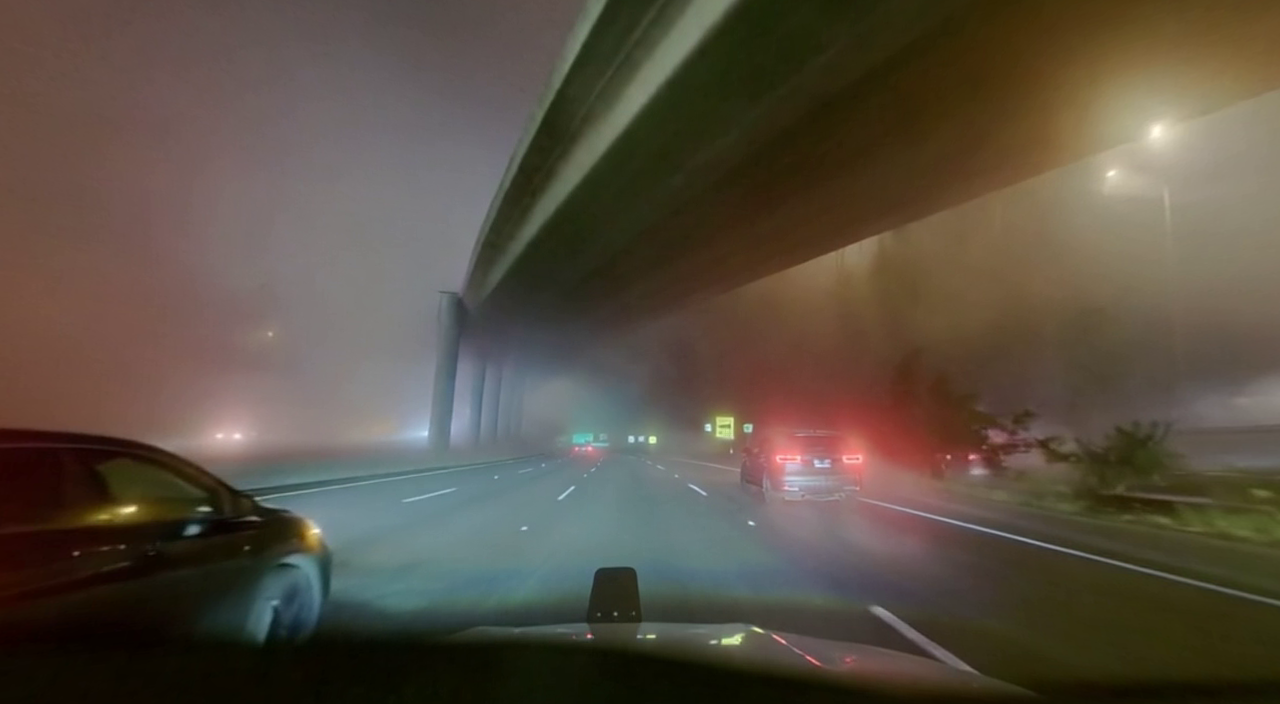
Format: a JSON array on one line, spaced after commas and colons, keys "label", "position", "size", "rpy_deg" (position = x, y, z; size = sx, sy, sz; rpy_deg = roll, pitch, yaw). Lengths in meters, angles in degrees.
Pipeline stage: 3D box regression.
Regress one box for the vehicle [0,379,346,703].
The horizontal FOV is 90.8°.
[{"label": "vehicle", "position": [-3.308, 0.940, 2.730], "size": [2.050, 1.527, 4.257], "rpy_deg": [0, -8, -1]}]
